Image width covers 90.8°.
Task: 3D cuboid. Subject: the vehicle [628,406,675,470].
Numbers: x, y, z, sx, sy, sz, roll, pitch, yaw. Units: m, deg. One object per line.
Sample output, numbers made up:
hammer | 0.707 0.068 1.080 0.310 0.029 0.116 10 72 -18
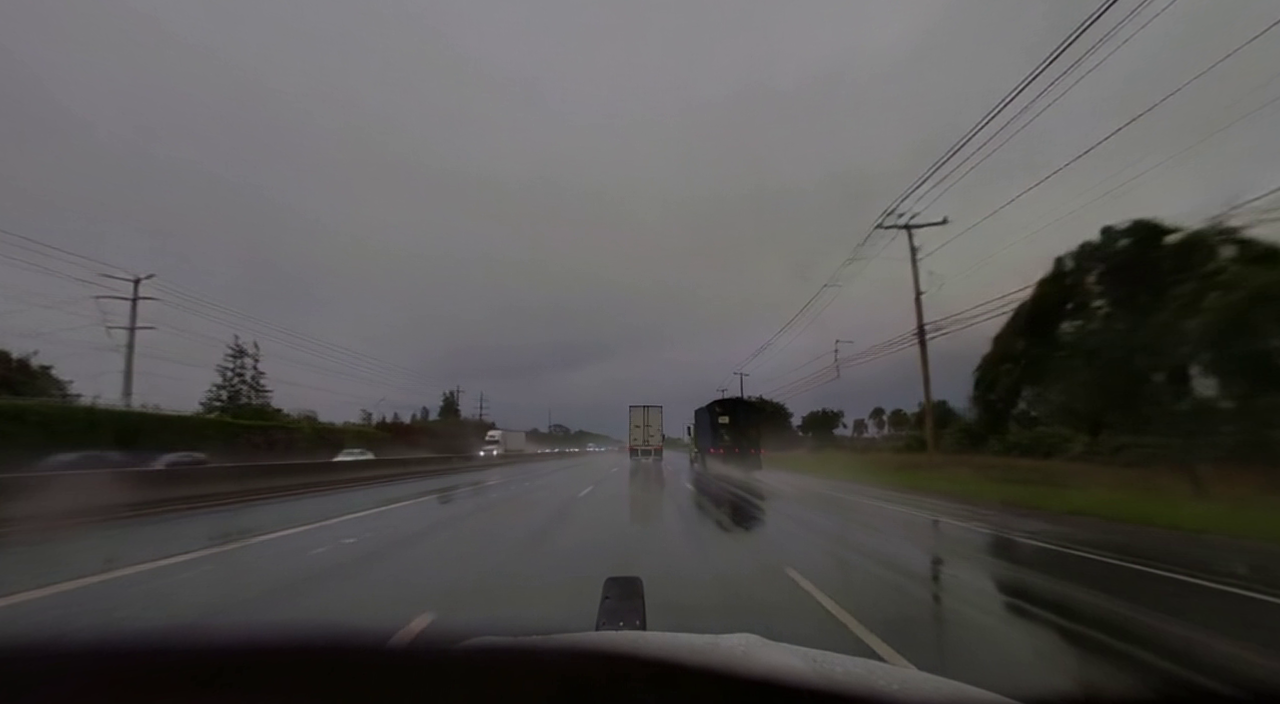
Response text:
vehicle | 0.621 6.592 47.035 2.997 4.076 13.224 0 -9 -1

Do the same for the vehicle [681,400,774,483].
vehicle | 3.885 4.367 30.368 2.938 3.378 8.820 0 -9 -2
